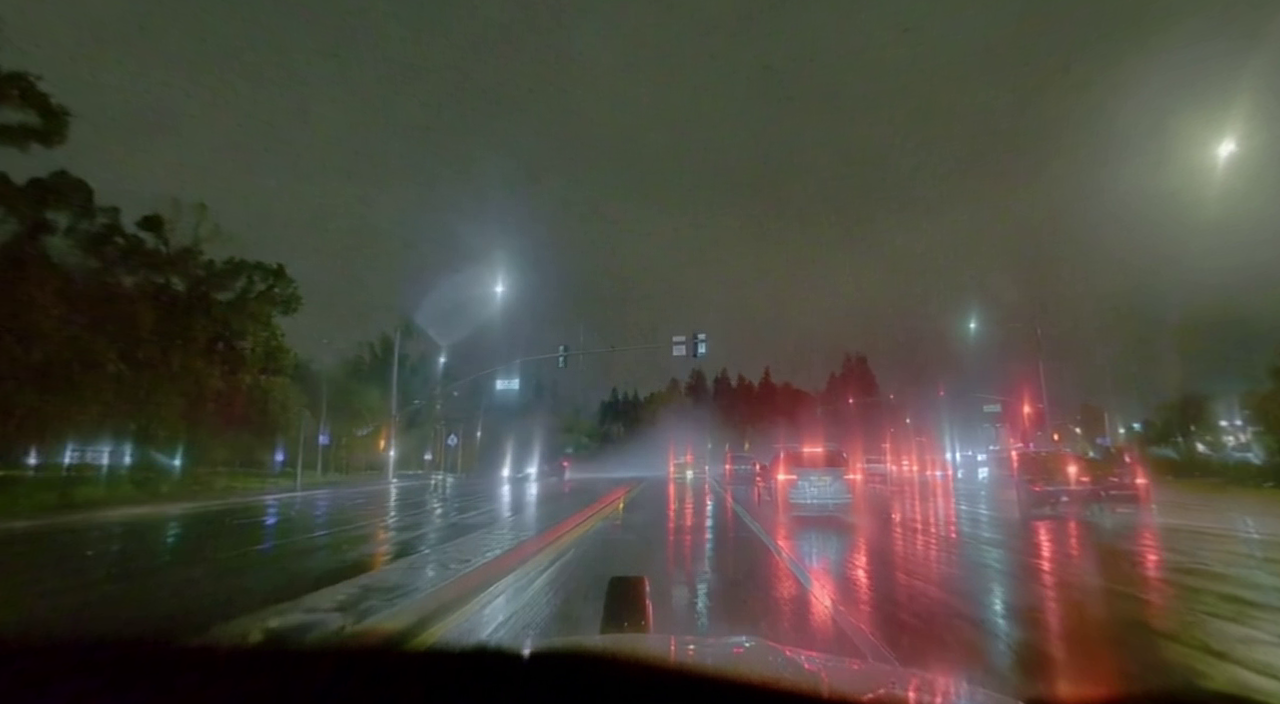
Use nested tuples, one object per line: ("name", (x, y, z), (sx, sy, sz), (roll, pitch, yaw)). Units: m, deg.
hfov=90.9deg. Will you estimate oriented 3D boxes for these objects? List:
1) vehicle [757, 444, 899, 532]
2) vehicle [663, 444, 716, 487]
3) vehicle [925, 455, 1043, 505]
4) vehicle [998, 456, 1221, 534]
("vehicle", (3.835, 2.812, 13.684), (2.078, 1.578, 4.107), (0, -9, 4))
("vehicle", (2.222, 5.194, 29.227), (2.245, 1.800, 4.522), (0, -8, 3))
("vehicle", (11.690, 4.341, 21.801), (1.842, 1.466, 4.379), (-1, -8, 4))
("vehicle", (10.172, 3.081, 14.192), (1.884, 1.422, 4.262), (0, -9, 3))
